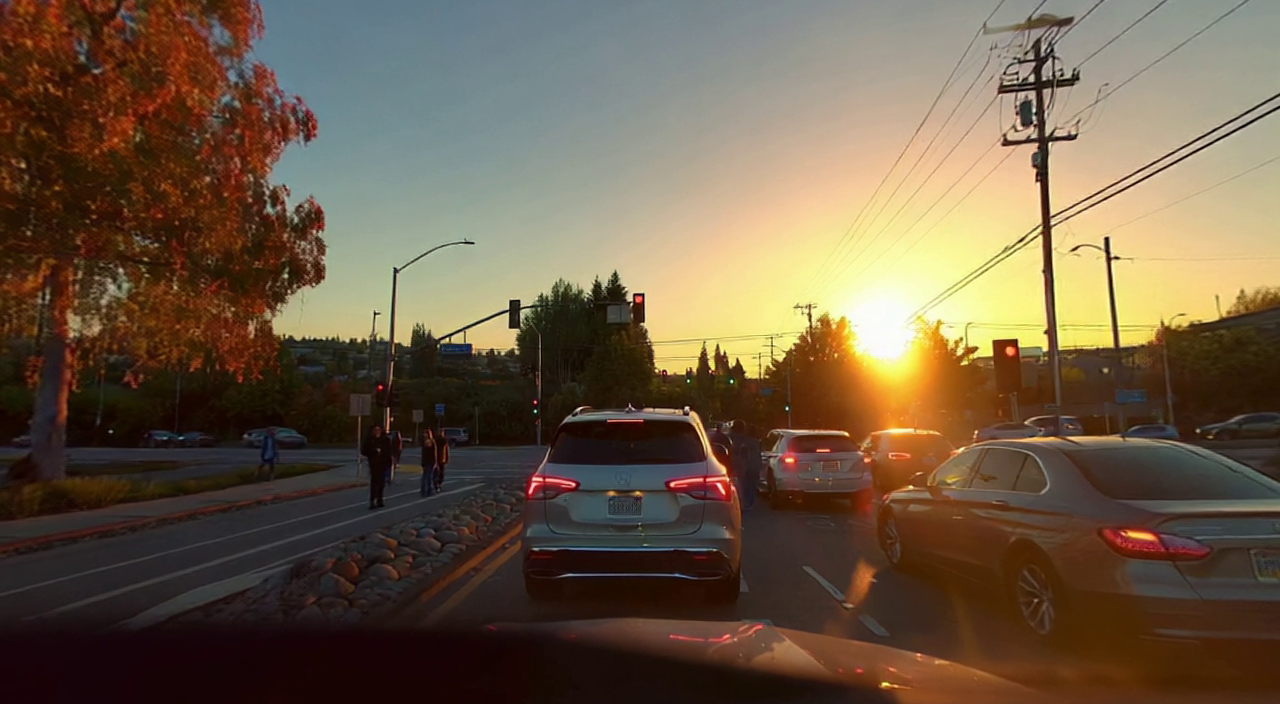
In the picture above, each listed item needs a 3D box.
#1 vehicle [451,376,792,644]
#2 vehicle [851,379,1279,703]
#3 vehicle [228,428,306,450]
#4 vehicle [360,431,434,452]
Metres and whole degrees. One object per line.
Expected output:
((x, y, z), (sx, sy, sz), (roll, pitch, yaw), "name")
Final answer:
((-0.174, 1.374, 6.533), (2.271, 1.786, 4.443), (0, -8, -1), "vehicle")
((3.537, 1.300, 5.466), (1.948, 1.677, 4.437), (0, -8, 1), "vehicle")
((-27.842, 6.520, 47.200), (4.587, 1.639, 1.878), (0, -8, 0), "vehicle")
((-17.797, 6.554, 46.353), (4.607, 1.478, 1.995), (0, -8, 0), "vehicle")
